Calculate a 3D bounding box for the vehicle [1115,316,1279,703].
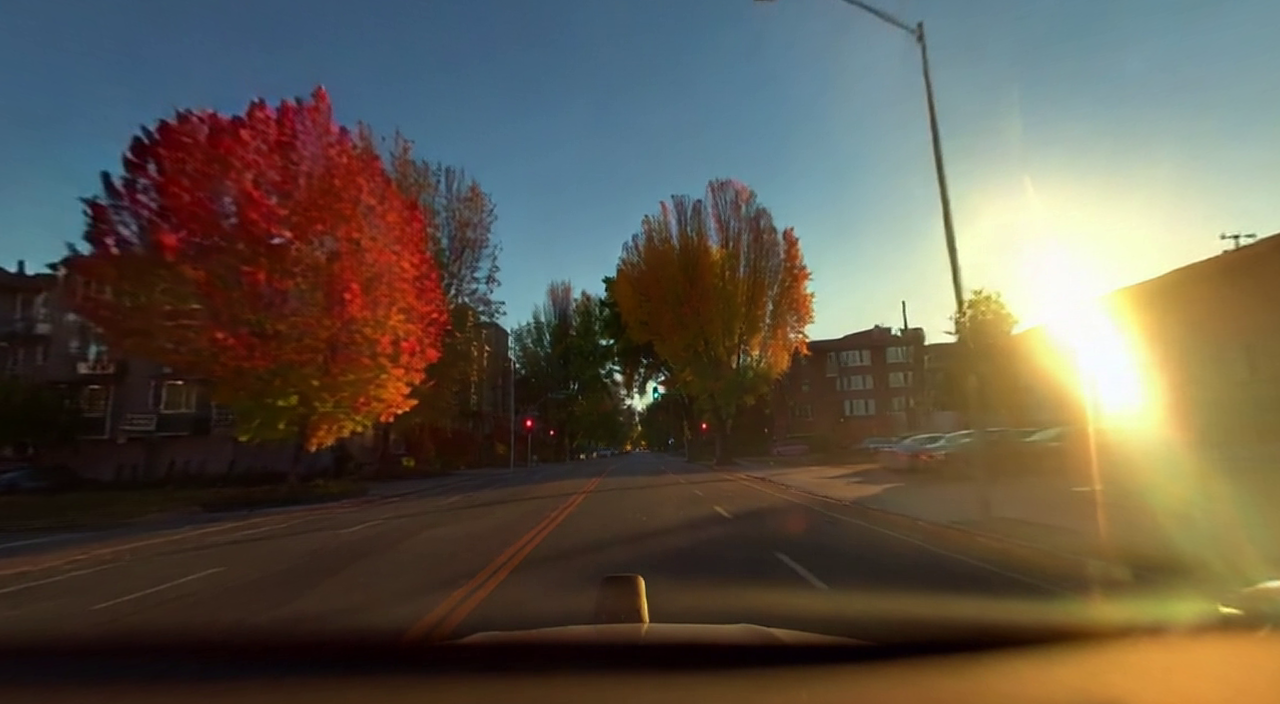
[{"bbox_3d":[3.231,0.508,0.268,2.224,1.791,4.834,0,-9,-1],"label":"vehicle"}]
